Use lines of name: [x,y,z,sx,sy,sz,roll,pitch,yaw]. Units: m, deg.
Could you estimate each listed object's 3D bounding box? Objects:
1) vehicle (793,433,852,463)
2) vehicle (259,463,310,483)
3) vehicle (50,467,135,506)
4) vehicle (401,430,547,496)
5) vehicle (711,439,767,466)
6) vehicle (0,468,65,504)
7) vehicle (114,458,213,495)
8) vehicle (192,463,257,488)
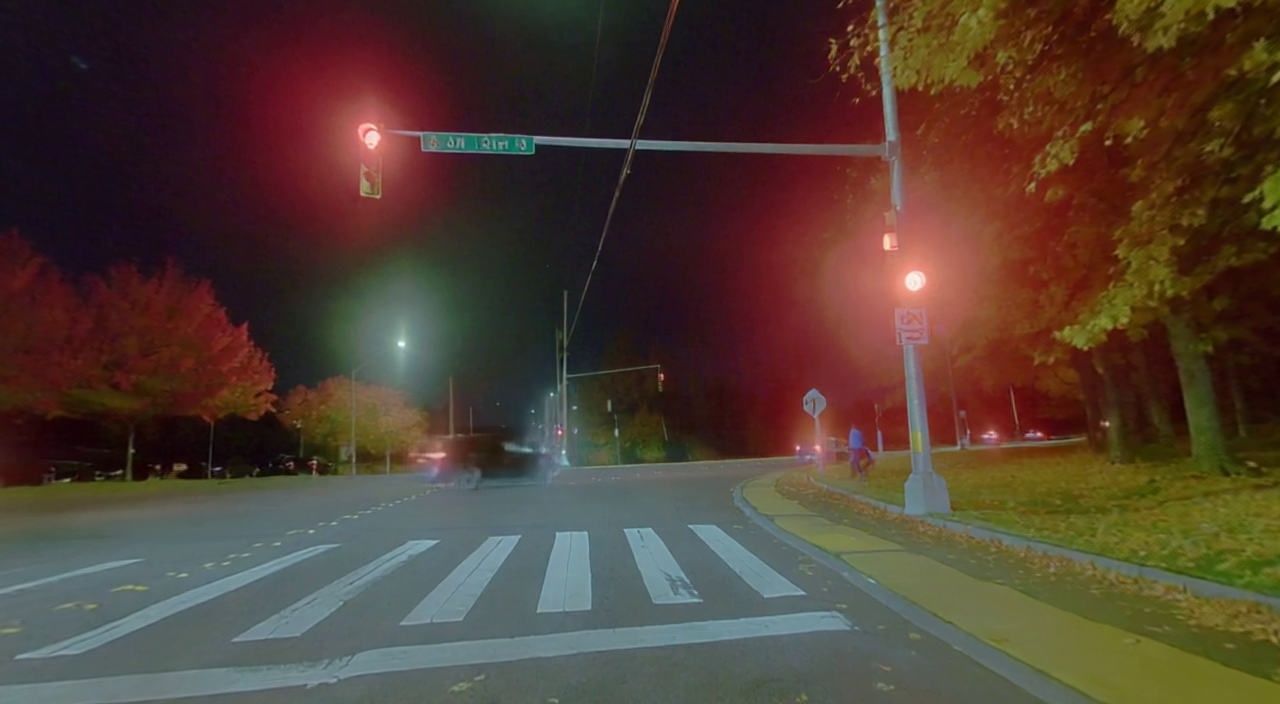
vehicle: [11.879,6.233,40.689,1.988,1.853,4.314,-8,-11,40]
vehicle: [-28.133,9.582,49.741,1.776,1.452,3.920,0,-9,0]
vehicle: [-25.399,6.220,29.260,1.694,1.528,4.225,3,-9,-23]
vehicle: [-5.370,3.617,20.756,1.942,1.920,4.263,-8,-11,39]
vehicle: [6.991,7.014,43.915,1.867,1.743,4.259,-8,-11,39]
vehicle: [-30.327,6.455,30.341,1.800,1.520,3.968,2,-9,-13]
vehicle: [-27.830,7.269,36.893,2.064,1.913,5.081,0,-9,-4]
vehicle: [-28.540,8.482,43.181,1.768,1.465,3.972,0,-9,-1]
